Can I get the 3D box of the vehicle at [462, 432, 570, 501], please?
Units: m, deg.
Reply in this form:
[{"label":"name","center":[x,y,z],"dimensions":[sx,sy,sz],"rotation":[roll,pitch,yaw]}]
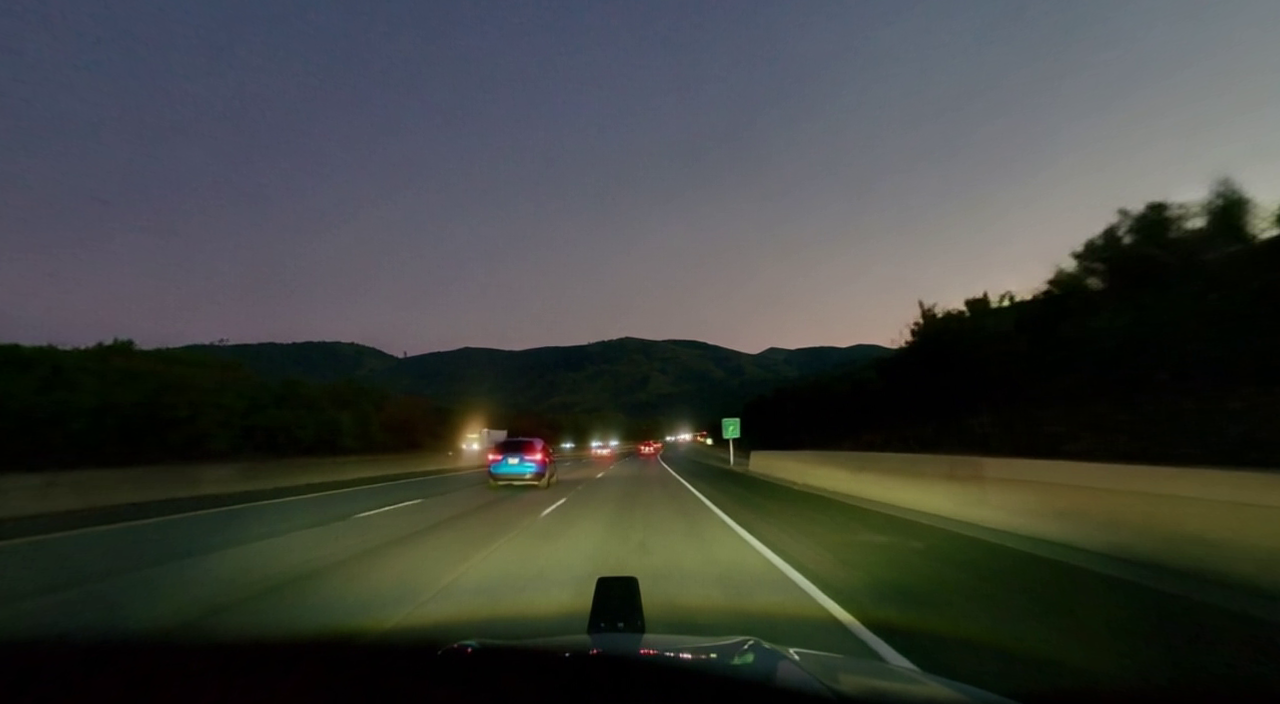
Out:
[{"label":"vehicle","center":[-3.405,3.232,18.280],"dimensions":[2.138,1.718,4.415],"rotation":[-1,-8,1]}]
